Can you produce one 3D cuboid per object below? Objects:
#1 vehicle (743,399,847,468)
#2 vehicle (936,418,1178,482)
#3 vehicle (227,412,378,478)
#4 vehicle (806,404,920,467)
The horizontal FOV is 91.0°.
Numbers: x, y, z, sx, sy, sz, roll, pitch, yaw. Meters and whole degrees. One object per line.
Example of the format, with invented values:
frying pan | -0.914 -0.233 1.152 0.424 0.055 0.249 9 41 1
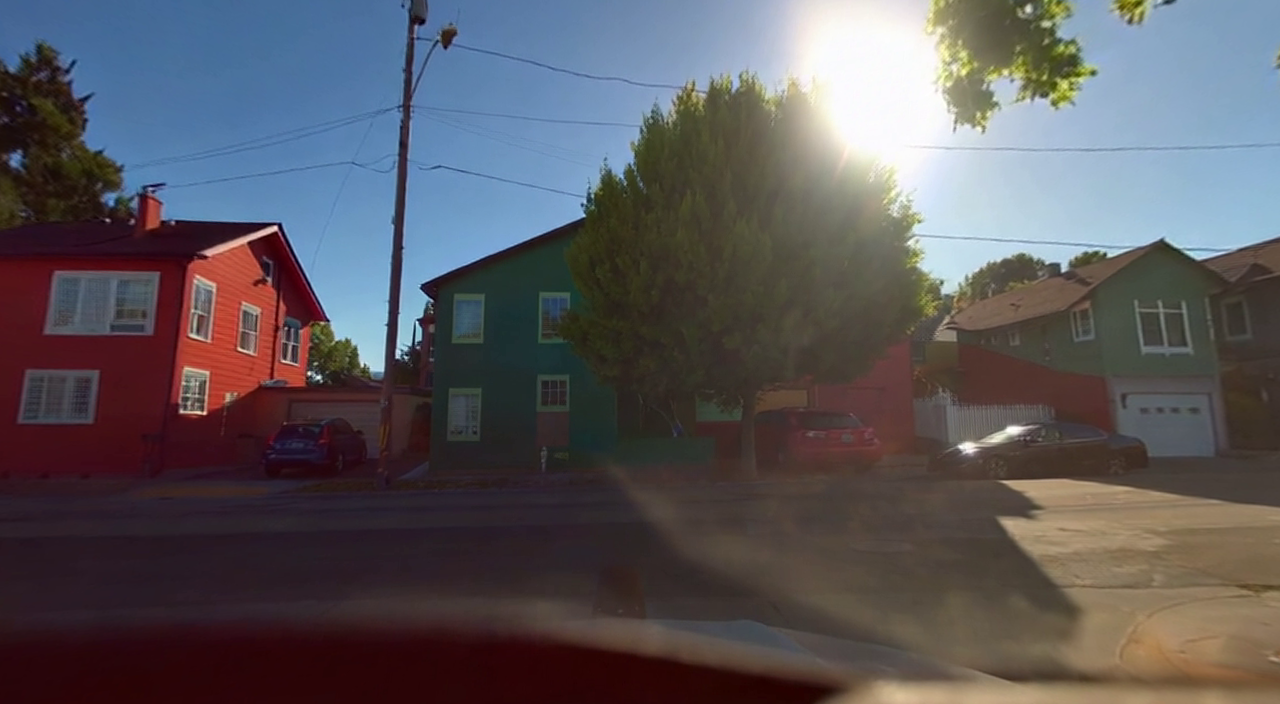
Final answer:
vehicle | 4.678 2.535 19.783 2.081 1.891 4.367 0 -7 -1
vehicle | 10.306 2.468 15.888 4.644 1.482 1.997 0 -9 1
vehicle | -10.129 2.878 19.438 2.091 1.760 4.760 0 -9 -1
vehicle | 6.862 2.675 19.908 2.053 1.756 4.034 0 -8 -1
